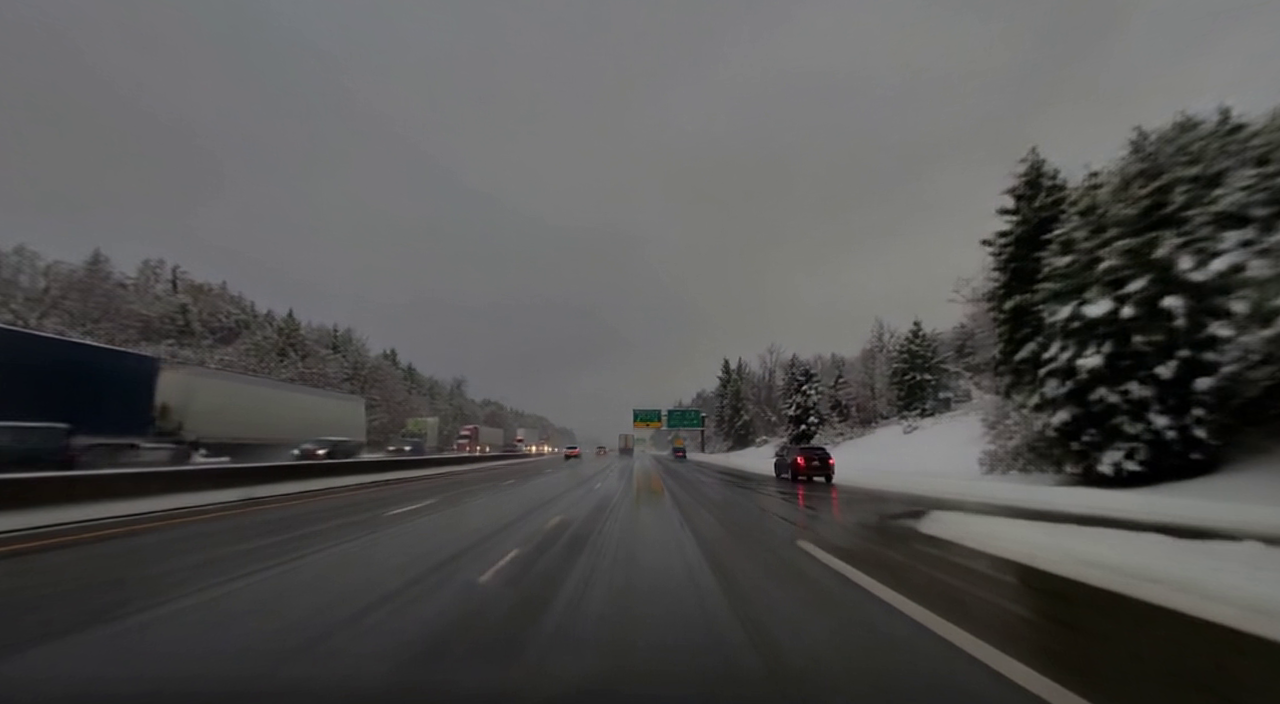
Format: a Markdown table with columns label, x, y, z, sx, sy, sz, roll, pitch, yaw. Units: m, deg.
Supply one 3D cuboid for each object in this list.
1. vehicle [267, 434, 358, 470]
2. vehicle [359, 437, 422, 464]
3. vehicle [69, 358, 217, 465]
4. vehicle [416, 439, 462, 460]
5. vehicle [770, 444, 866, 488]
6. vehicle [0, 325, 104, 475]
| label | x | y | z | sx | sy | sz | roll | pitch | yaw |
| --- | --- | --- | --- | --- | --- | --- | --- | --- | --- |
| vehicle | -14.266 | 4.390 | 27.733 | 1.873 | 1.432 | 3.960 | 0 | -9 | -1 |
| vehicle | -14.666 | 5.842 | 37.318 | 1.935 | 1.462 | 4.396 | 0 | -9 | -1 |
| vehicle | -18.651 | 2.311 | 23.907 | 2.989 | 3.823 | 2.790 | 0 | -9 | -1 |
| vehicle | -14.228 | 6.950 | 44.904 | 1.879 | 1.444 | 4.337 | 0 | -9 | -1 |
| vehicle | 7.572 | 4.881 | 27.325 | 2.080 | 1.725 | 4.252 | 2 | -9 | -14 |
| vehicle | -18.619 | 0.655 | 12.891 | 2.787 | 3.985 | 14.192 | 0 | -9 | 0 |
